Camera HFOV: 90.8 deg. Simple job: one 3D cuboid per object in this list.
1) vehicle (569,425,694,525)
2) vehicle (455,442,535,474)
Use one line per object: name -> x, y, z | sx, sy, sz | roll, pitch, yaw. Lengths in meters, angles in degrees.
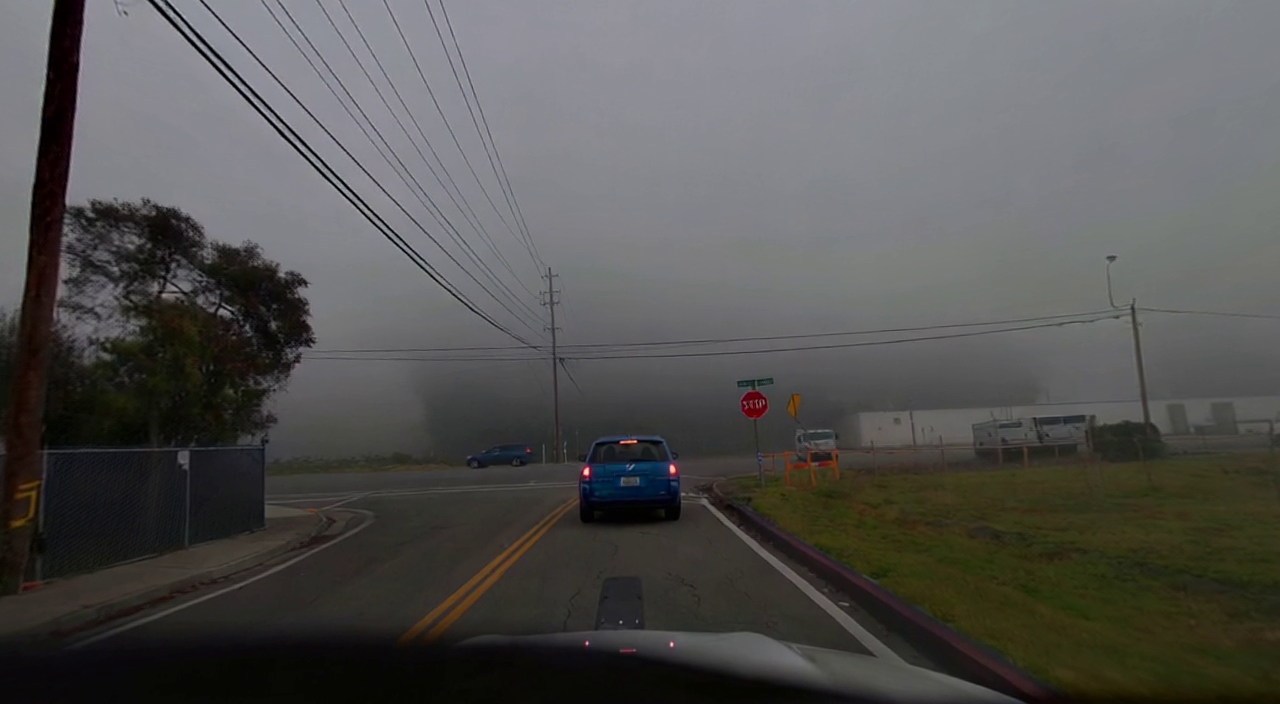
vehicle -> -0.196, 2.420, 13.010 | 2.137, 1.698, 4.166 | 0, -8, -1
vehicle -> -8.549, 6.184, 37.129 | 4.415, 1.753, 2.029 | -6, -10, 34
